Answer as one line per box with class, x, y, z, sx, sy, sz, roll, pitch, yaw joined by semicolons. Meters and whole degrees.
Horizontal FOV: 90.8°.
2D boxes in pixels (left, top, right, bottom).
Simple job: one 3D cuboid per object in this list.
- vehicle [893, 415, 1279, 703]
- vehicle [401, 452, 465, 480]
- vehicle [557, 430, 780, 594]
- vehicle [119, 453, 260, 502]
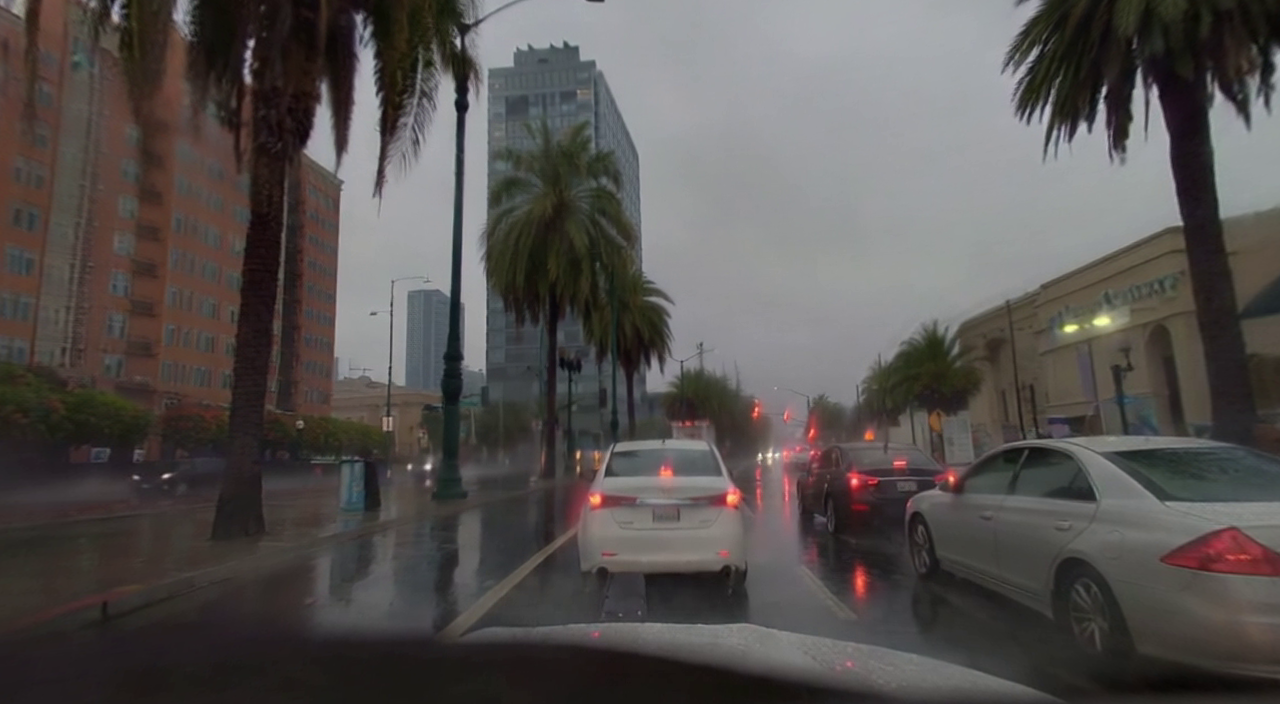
vehicle;3.642;1.303;4.598;1.913;1.469;4.425;-1;-9;2
vehicle;-13.437;7.396;41.286;2.078;1.662;4.436;-2;-9;9
vehicle;0.314;1.784;7.821;2.078;1.503;3.681;-1;-9;2
vehicle;-16.286;4.524;23.121;1.801;1.563;4.015;-2;-9;8
